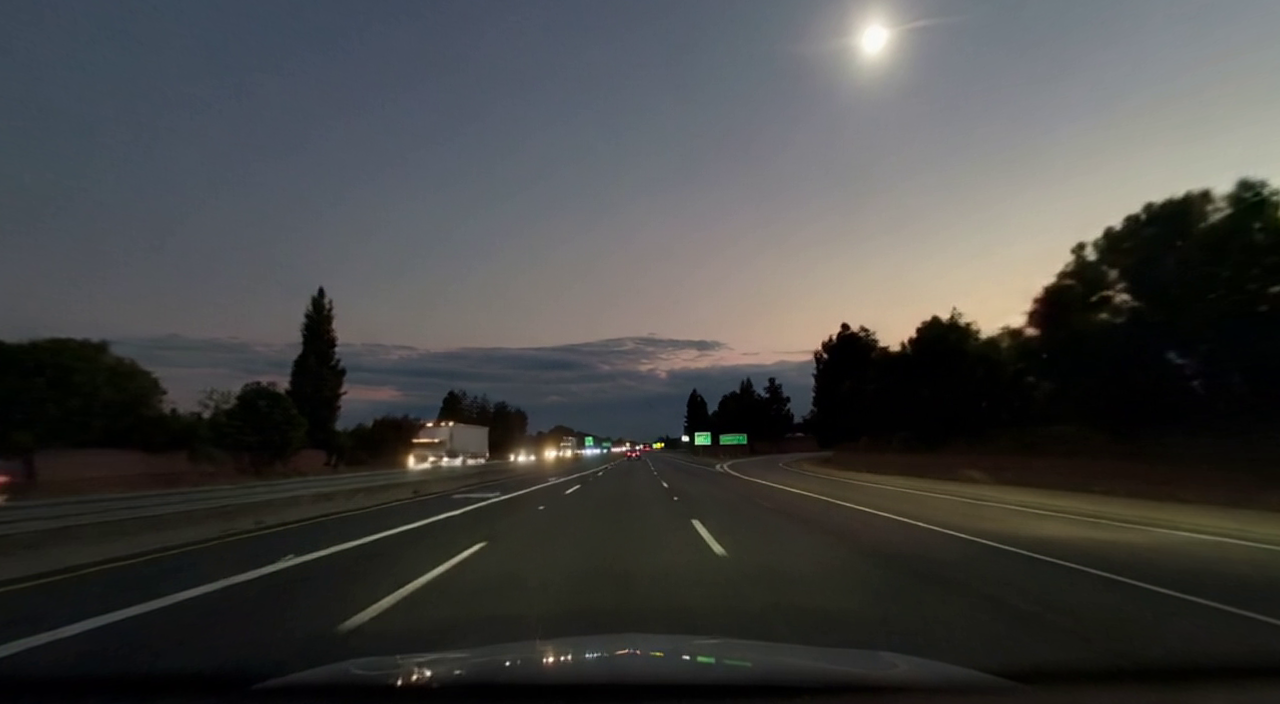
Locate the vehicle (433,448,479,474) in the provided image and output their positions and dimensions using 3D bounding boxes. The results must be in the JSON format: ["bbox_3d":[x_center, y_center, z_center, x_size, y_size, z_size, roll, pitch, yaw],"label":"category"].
[{"bbox_3d":[-11.961,7.061,41.224,1.862,1.580,3.706,0,-9,1],"label":"vehicle"}]
